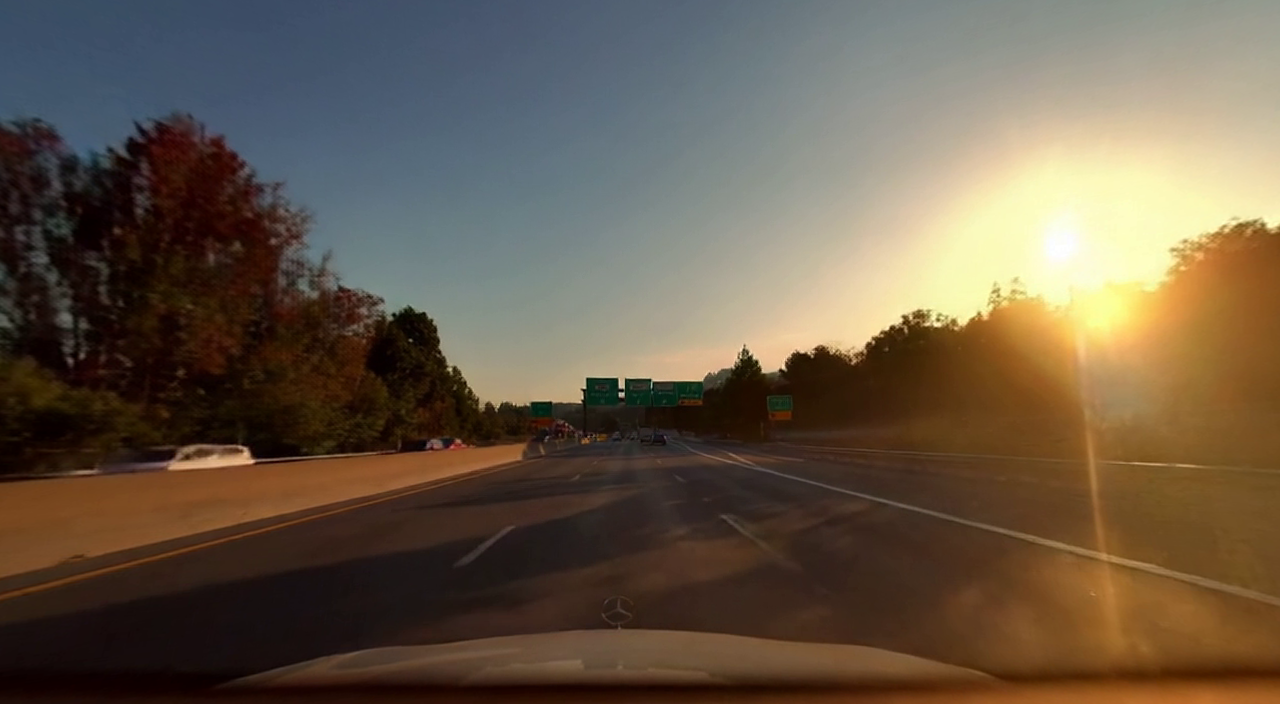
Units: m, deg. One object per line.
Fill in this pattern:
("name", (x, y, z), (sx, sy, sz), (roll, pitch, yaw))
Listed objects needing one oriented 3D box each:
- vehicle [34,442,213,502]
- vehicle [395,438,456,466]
("vehicle", (-15.168, 3.487, 18.813), (1.900, 1.538, 4.026), (0, -8, 0))
("vehicle", (-12.281, 5.714, 36.292), (1.961, 1.509, 4.492), (0, -8, 0))
